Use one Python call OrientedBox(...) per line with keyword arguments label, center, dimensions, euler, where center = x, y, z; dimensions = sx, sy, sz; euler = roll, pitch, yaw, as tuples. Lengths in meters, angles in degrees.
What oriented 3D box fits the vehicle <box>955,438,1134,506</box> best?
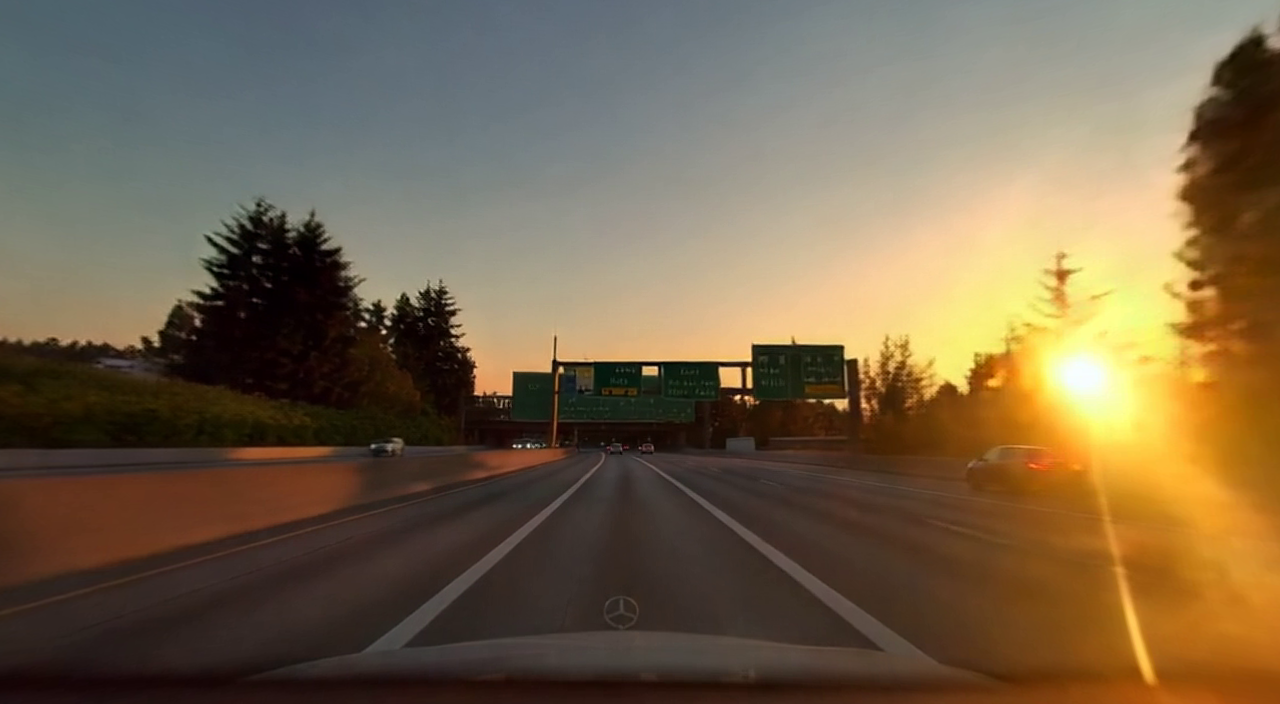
OrientedBox(label="vehicle", center=(9.832, 2.930, 15.648), dimensions=(1.853, 1.463, 3.780), euler=(0, -9, -1))
